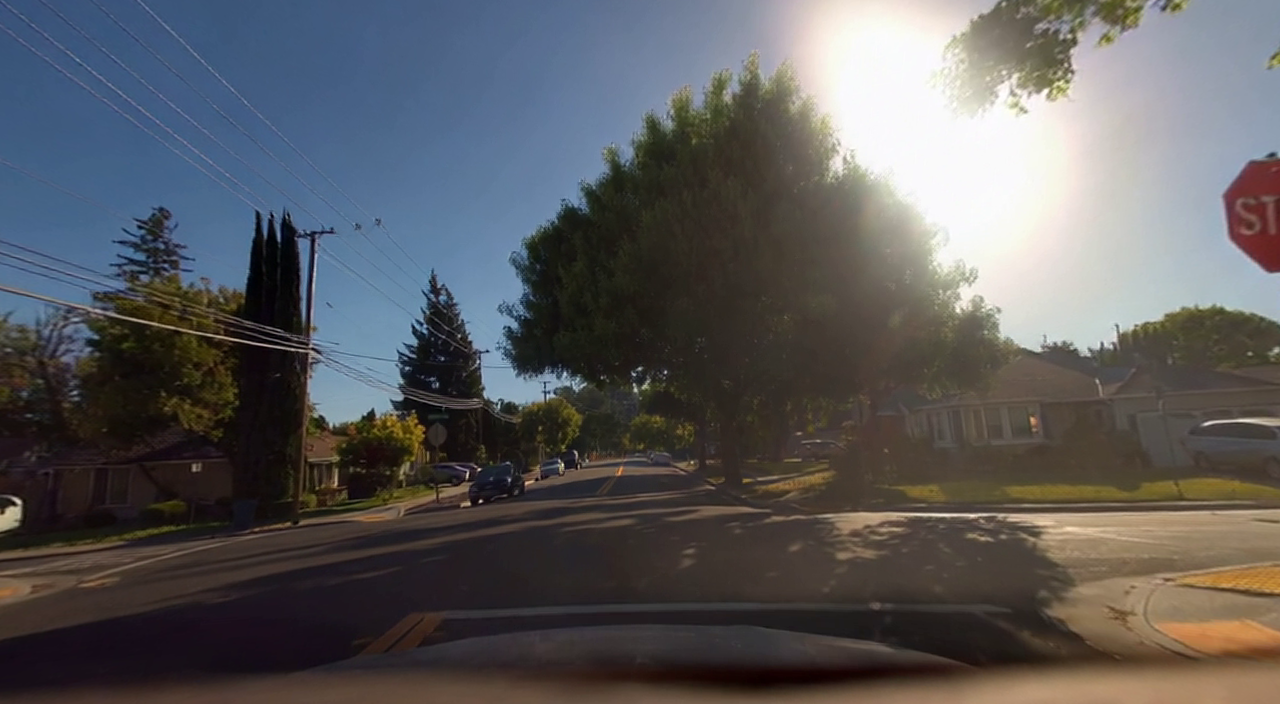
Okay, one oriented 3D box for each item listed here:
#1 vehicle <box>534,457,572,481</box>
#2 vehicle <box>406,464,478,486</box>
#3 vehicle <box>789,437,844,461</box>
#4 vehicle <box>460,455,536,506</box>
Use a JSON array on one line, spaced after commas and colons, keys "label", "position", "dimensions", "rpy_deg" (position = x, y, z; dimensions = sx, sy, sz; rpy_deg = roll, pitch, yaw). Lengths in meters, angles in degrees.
[{"label": "vehicle", "position": [-6.536, 8.870, 48.038], "dimensions": [2.133, 1.525, 4.401], "rpy_deg": [-4, -9, 1]}, {"label": "vehicle", "position": [-14.183, 8.825, 45.308], "dimensions": [4.601, 1.486, 1.876], "rpy_deg": [-2, -9, 12]}, {"label": "vehicle", "position": [12.404, 6.854, 44.597], "dimensions": [3.563, 1.551, 1.916], "rpy_deg": [-2, -9, 12]}, {"label": "vehicle", "position": [-6.207, 5.649, 28.144], "dimensions": [2.149, 1.823, 4.613], "rpy_deg": [-6, -9, 1]}]
